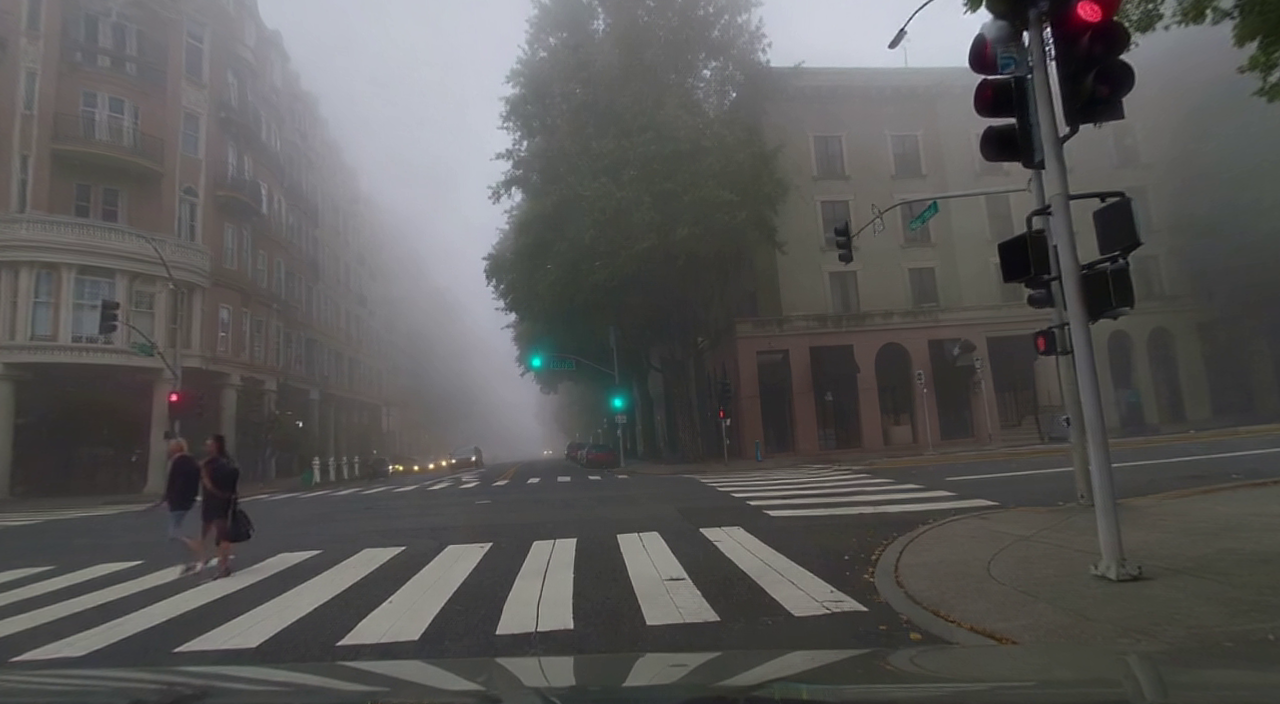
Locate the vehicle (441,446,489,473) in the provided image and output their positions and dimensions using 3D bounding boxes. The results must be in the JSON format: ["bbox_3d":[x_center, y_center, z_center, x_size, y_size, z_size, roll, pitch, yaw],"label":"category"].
[{"bbox_3d":[-10.462,6.461,38.134,2.196,1.503,4.371,1,-8,-8],"label":"vehicle"}]
